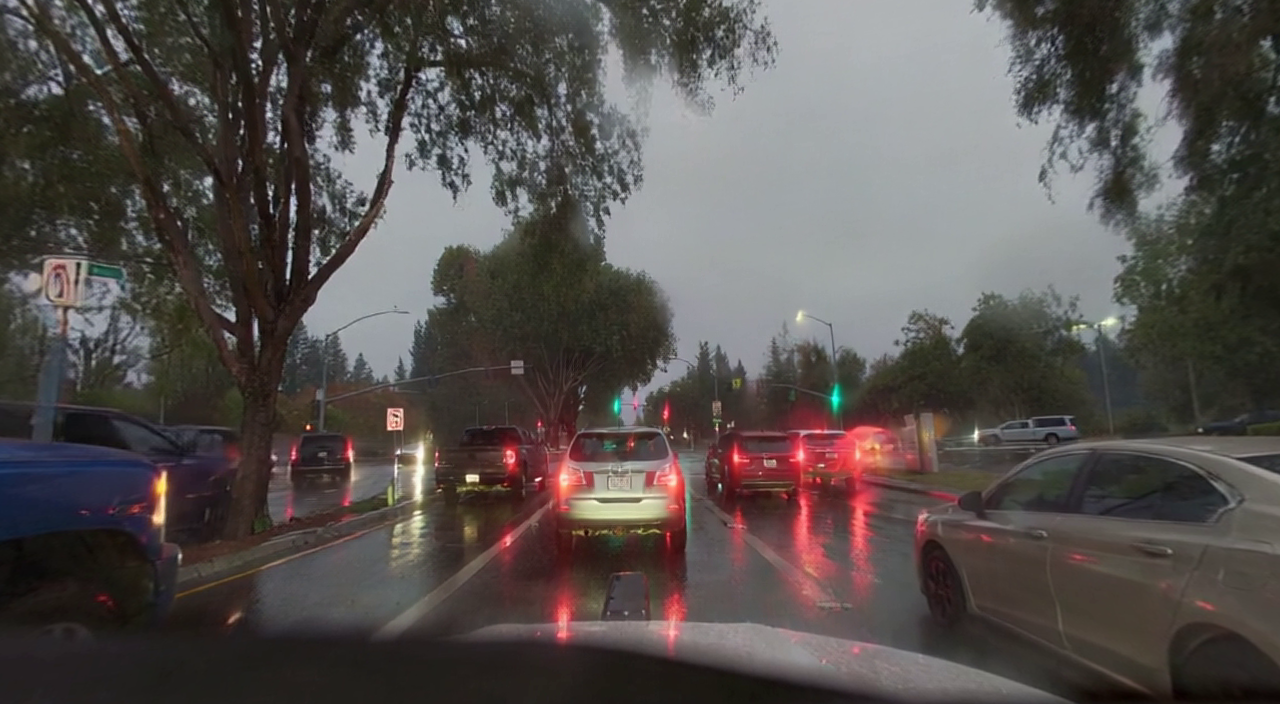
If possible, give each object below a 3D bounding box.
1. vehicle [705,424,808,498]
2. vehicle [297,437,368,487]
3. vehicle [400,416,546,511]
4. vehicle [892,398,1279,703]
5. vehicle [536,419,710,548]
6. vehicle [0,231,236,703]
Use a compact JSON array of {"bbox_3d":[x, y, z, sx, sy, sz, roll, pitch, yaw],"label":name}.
[{"bbox_3d":[3.178,3.086,18.229,2.102,1.841,4.587,0,-8,0],"label":"vehicle"},{"bbox_3d":[-11.655,4.113,23.981,2.122,1.653,4.807,4,-9,-25],"label":"vehicle"},{"bbox_3d":[-3.629,2.531,14.706,2.089,1.857,4.488,0,-8,1],"label":"vehicle"},{"bbox_3d":[3.019,1.004,2.791,1.874,1.477,4.698,0,-8,0],"label":"vehicle"},{"bbox_3d":[-0.222,1.939,9.879,2.194,1.607,3.690,0,-8,0],"label":"vehicle"},{"bbox_3d":[-3.471,0.358,0.332,2.656,2.021,5.800,0,-8,0],"label":"vehicle"}]
